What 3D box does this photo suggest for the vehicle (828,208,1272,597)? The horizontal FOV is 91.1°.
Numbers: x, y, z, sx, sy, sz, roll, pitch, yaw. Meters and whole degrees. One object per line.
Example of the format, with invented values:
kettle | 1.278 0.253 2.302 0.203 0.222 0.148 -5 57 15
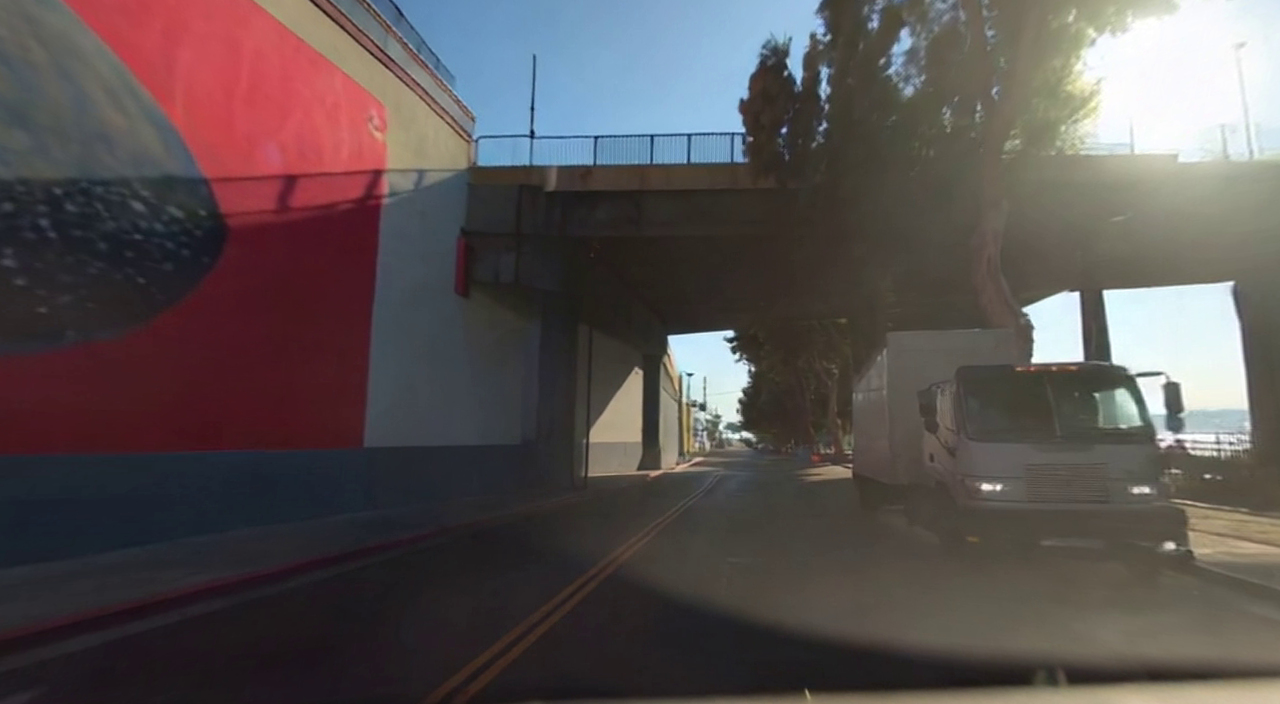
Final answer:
vehicle | 5.447 1.097 11.082 2.849 3.893 9.347 -2 -8 10
